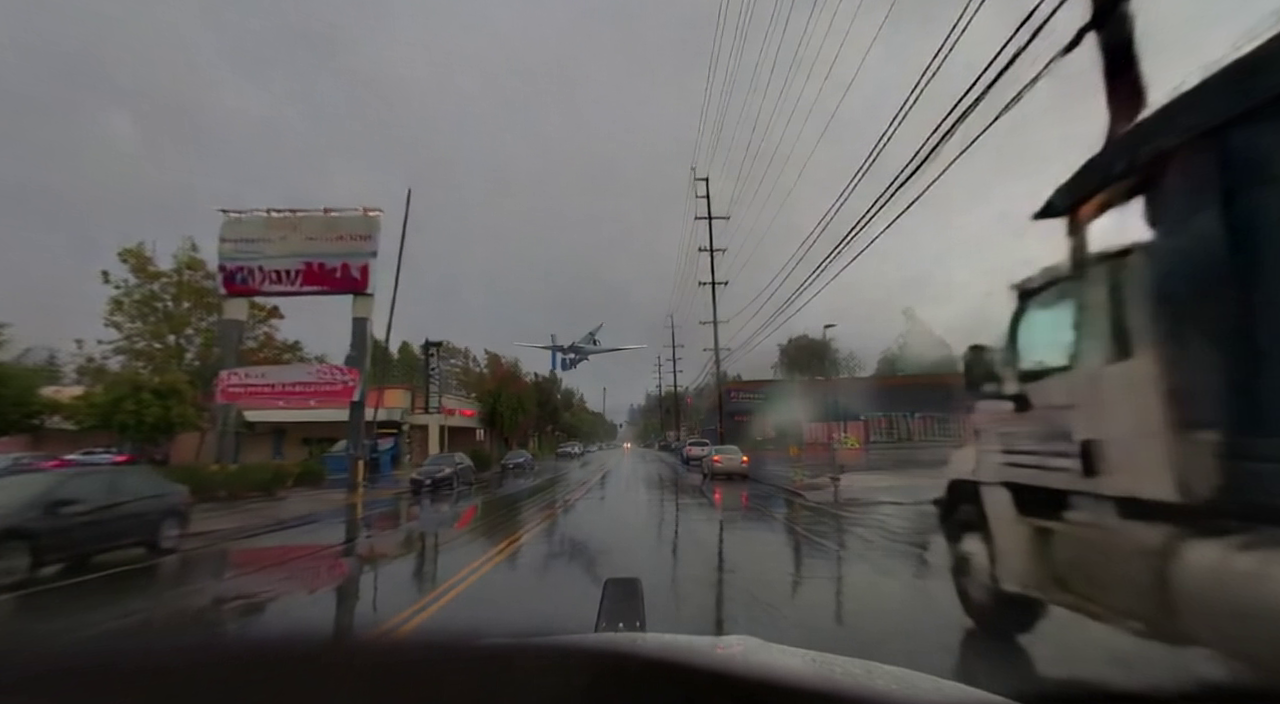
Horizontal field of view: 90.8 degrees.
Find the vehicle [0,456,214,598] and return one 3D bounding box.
[{"bbox_3d":[-7.880,2.241,8.531,1.678,1.468,3.706,-3,-8,0],"label":"vehicle"}]

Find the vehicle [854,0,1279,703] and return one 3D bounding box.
[{"bbox_3d":[3.884,0.121,1.889,3.011,3.127,8.608,-3,-7,-3],"label":"vehicle"}]

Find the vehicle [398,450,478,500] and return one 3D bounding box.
[{"bbox_3d":[-7.816,4.745,24.788,1.787,1.543,4.052,-3,-7,0],"label":"vehicle"}]

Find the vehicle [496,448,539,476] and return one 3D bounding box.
[{"bbox_3d":[-7.850,7.066,40.838,1.872,1.455,4.350,-3,-8,0],"label":"vehicle"}]

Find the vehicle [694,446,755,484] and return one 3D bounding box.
[{"bbox_3d":[3.625,4.916,27.923,1.990,1.521,4.693,0,-8,0],"label":"vehicle"}]
